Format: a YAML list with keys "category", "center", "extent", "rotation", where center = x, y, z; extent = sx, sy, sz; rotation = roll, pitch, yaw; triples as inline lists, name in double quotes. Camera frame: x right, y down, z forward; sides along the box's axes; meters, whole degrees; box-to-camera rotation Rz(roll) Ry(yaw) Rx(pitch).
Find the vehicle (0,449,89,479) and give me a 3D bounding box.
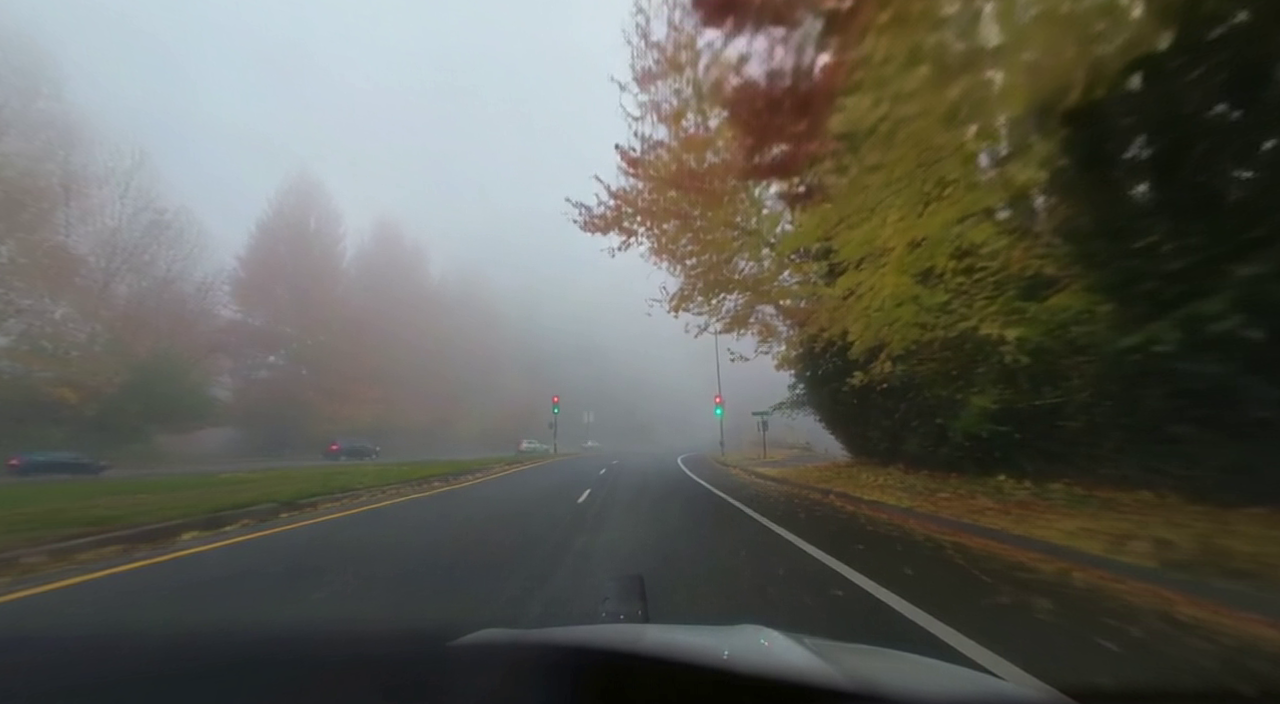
- category: "vehicle"
  center: [-33.392, 6.108, 34.564]
  extent: [1.865, 1.518, 4.231]
  rotation: [-2, -9, 19]
